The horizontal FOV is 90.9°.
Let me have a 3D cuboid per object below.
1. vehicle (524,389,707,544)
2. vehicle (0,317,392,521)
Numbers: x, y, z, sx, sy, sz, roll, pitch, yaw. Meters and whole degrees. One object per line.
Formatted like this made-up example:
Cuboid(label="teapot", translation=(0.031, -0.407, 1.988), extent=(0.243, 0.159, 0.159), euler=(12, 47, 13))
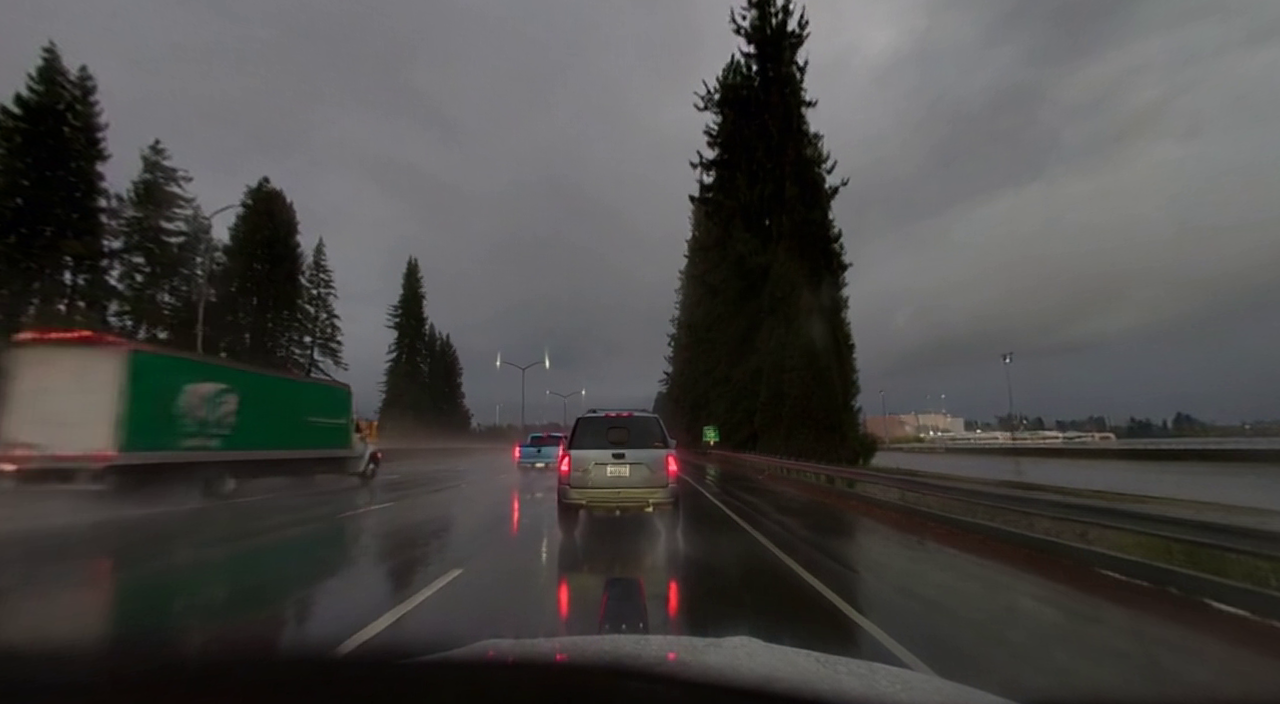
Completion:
Cuboid(label="vehicle", translation=(-0.454, 1.842, 10.739), extent=(2.395, 2.013, 4.734), euler=(0, -8, -4))
Cuboid(label="vehicle", translation=(-10.958, 2.060, 17.410), extent=(3.347, 3.686, 12.113), euler=(0, -8, 0))
